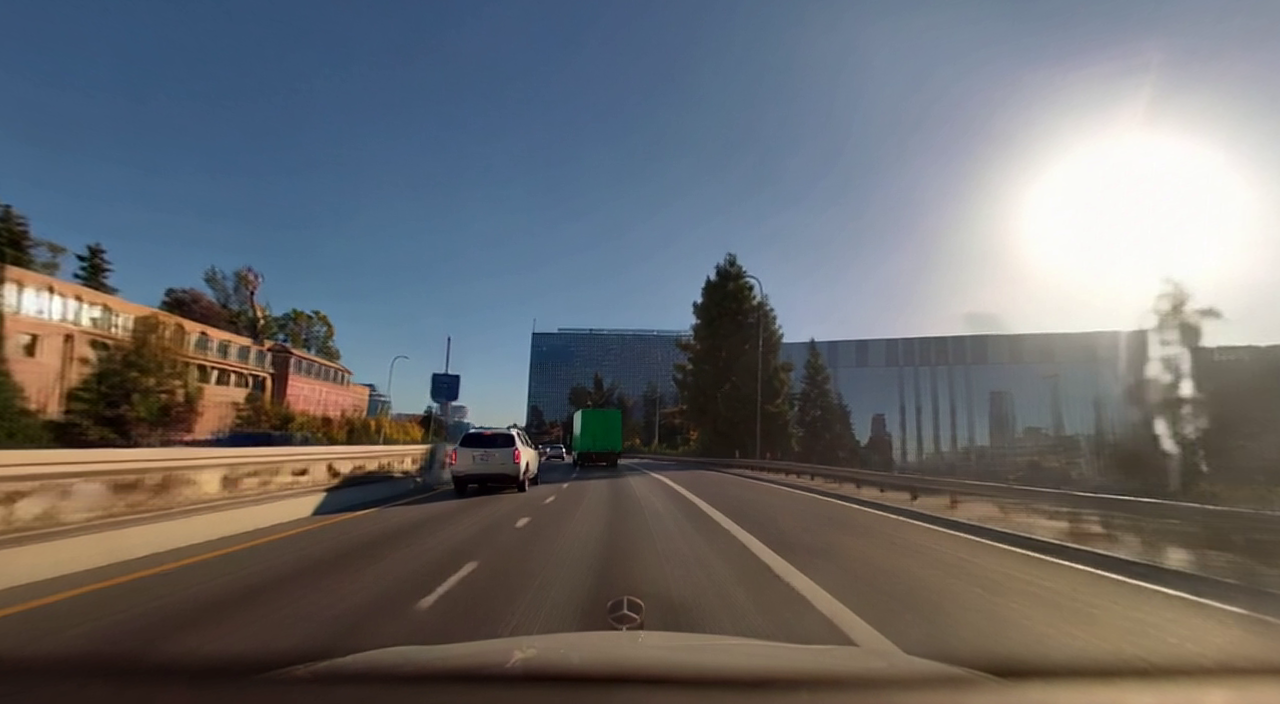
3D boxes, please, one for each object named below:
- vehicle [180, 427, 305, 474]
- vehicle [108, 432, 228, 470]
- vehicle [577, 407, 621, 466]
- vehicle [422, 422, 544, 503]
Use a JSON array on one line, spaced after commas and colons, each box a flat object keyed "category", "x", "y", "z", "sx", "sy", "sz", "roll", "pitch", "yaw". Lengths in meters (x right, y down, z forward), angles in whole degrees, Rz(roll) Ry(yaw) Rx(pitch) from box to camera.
[{"category": "vehicle", "x": -13.881, "y": 3.493, "z": 22.332, "sx": 1.829, "sy": 1.490, "sz": 4.148, "roll": 1, "pitch": -9, "yaw": -2}, {"category": "vehicle", "x": -20.386, "y": 4.309, "z": 27.479, "sx": 1.926, "sy": 1.488, "sz": 4.413, "roll": 1, "pitch": -9, "yaw": -2}, {"category": "vehicle", "x": -3.293, "y": 6.740, "z": 49.643, "sx": 2.959, "sy": 3.975, "sz": 12.918, "roll": 1, "pitch": -9, "yaw": -4}, {"category": "vehicle", "x": -3.745, "y": 2.732, "z": 15.925, "sx": 2.041, "sy": 1.734, "sz": 4.391, "roll": 1, "pitch": -9, "yaw": -2}]
